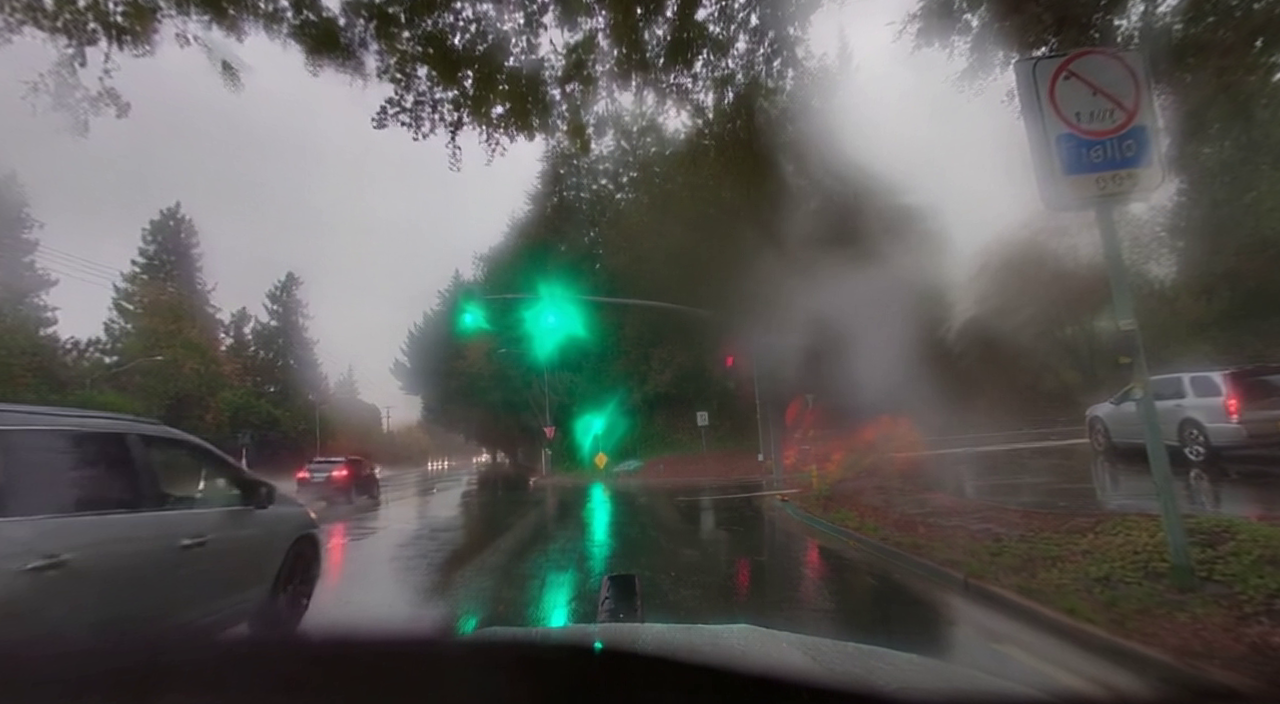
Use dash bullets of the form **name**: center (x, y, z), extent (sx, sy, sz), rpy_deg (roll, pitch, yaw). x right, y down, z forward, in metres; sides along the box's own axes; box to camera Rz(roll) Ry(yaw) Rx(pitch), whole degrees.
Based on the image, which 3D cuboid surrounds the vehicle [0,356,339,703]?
- **vehicle**: center (-3.414, 0.966, 2.838), extent (2.134, 1.707, 4.471), rpy_deg (0, -9, -4)

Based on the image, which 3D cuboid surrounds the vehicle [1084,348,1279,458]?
- **vehicle**: center (10.667, 1.088, 11.767), extent (1.855, 1.669, 4.529), rpy_deg (-1, -9, 6)
